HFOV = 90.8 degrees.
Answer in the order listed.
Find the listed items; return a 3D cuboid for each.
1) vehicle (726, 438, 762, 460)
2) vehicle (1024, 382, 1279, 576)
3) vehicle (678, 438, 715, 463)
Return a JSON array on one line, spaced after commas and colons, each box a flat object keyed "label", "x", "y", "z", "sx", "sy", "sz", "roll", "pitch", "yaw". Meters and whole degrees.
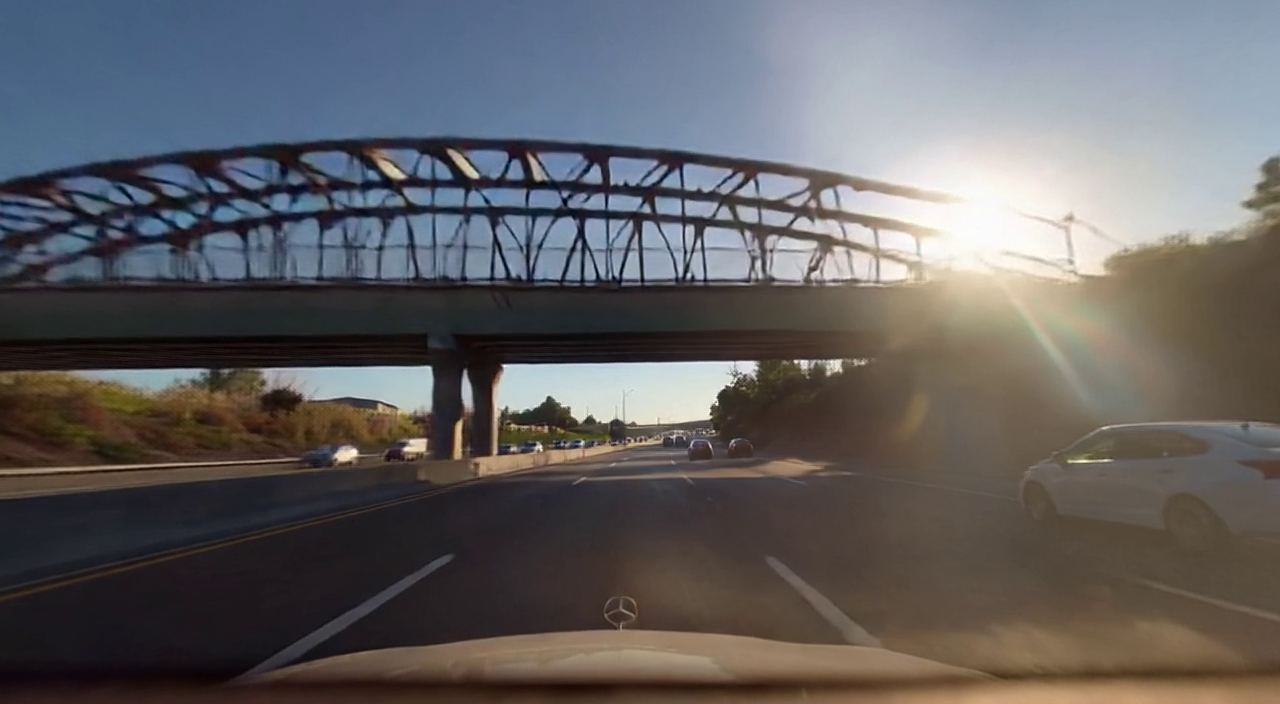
[{"label": "vehicle", "x": 7.851, "y": 7.363, "z": 47.978, "sx": 1.989, "sy": 1.529, "sz": 4.375, "roll": 0, "pitch": -8, "yaw": 0}, {"label": "vehicle", "x": 7.051, "y": 1.381, "z": 7.240, "sx": 2.087, "sy": 1.806, "sz": 4.946, "roll": 0, "pitch": -8, "yaw": -1}, {"label": "vehicle", "x": 3.465, "y": 6.152, "z": 39.532, "sx": 1.981, "sy": 1.471, "sz": 4.342, "roll": -1, "pitch": -8, "yaw": 1}]
